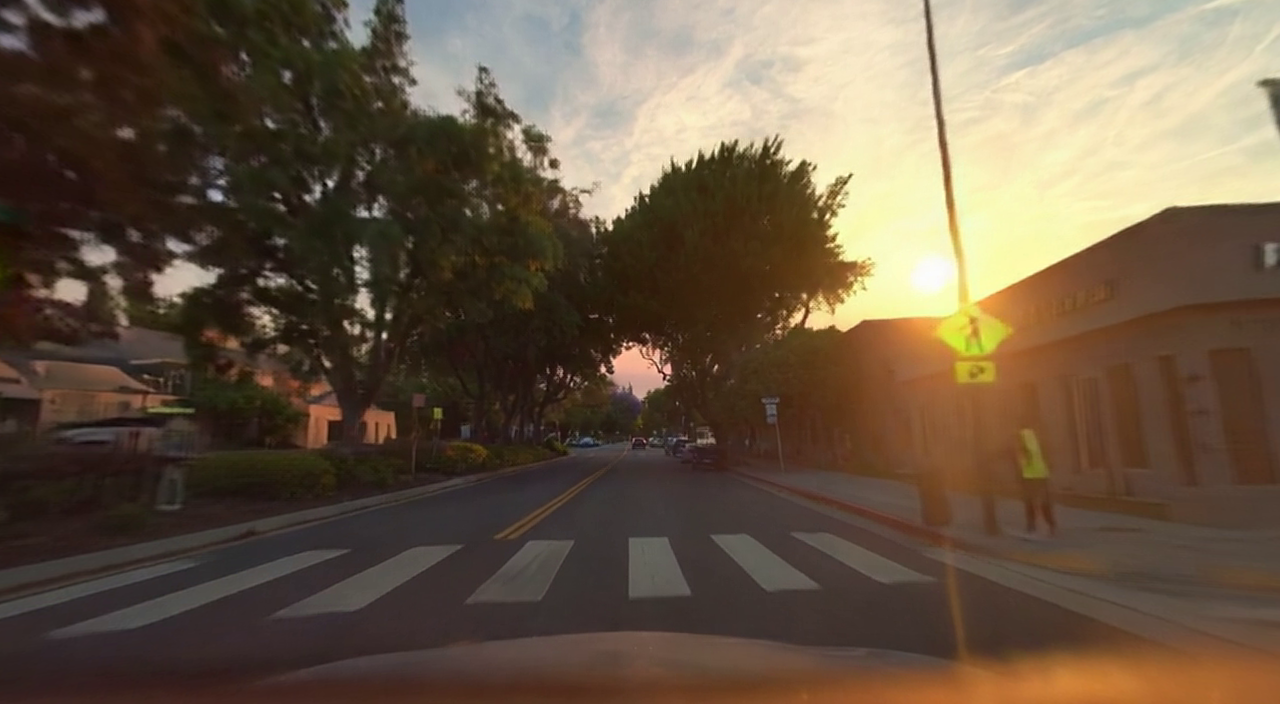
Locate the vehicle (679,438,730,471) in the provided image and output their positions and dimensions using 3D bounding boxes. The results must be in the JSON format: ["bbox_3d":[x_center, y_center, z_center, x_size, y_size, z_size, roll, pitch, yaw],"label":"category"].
[{"bbox_3d":[3.141,5.105,31.607,2.152,1.527,4.010,0,-9,0],"label":"vehicle"}]
